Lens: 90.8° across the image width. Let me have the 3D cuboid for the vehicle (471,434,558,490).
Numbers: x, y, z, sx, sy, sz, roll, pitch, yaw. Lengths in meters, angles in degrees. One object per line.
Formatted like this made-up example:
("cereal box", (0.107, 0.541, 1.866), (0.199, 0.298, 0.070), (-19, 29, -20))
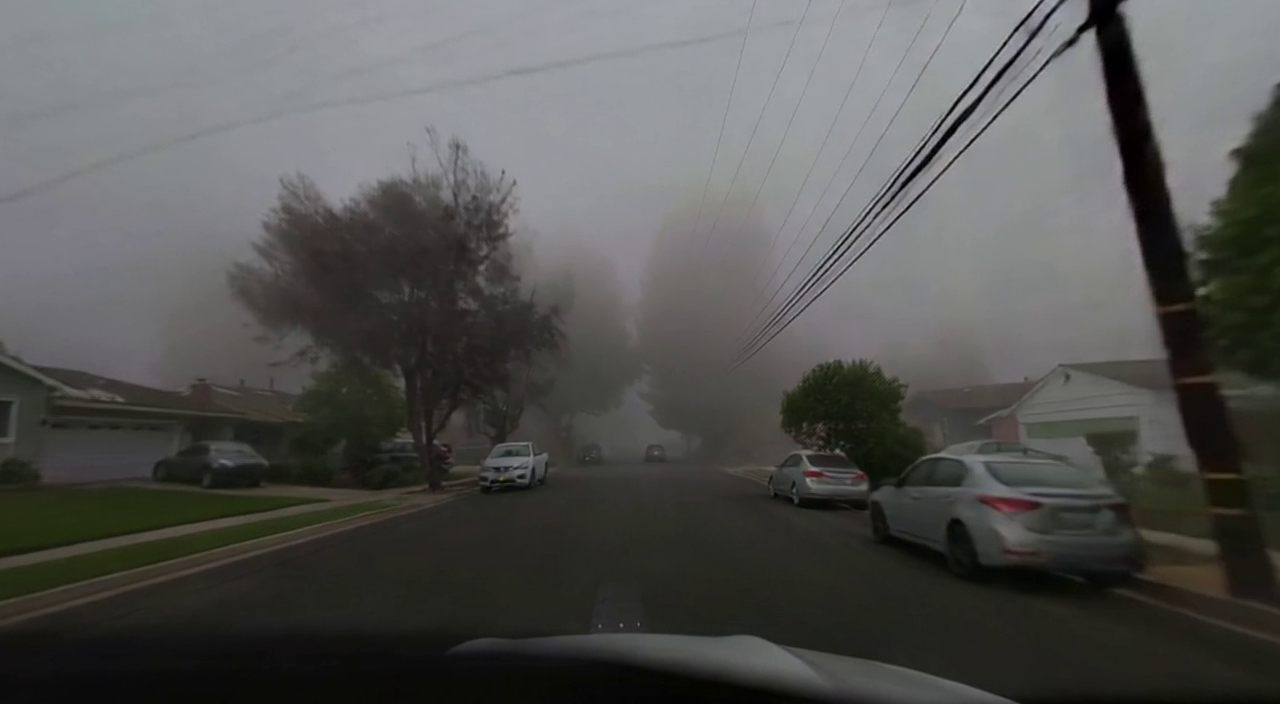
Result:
("vehicle", (-4.471, 3.981, 23.414), (2.164, 1.810, 5.044), (1, -8, 0))

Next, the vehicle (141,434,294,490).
("vehicle", (-14.109, 3.634, 21.081), (4.702, 1.675, 1.984), (-4, -10, 25))

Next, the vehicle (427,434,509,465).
("vehicle", (-11.802, 6.741, 43.639), (4.962, 1.866, 2.075), (2, -9, -2))

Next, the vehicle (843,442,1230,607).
("vehicle", (4.331, 1.905, 7.987), (2.031, 1.471, 4.328), (0, -9, -1))

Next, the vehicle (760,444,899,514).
("vehicle", (4.541, 3.107, 16.066), (2.094, 1.490, 4.739), (0, -9, 0))
